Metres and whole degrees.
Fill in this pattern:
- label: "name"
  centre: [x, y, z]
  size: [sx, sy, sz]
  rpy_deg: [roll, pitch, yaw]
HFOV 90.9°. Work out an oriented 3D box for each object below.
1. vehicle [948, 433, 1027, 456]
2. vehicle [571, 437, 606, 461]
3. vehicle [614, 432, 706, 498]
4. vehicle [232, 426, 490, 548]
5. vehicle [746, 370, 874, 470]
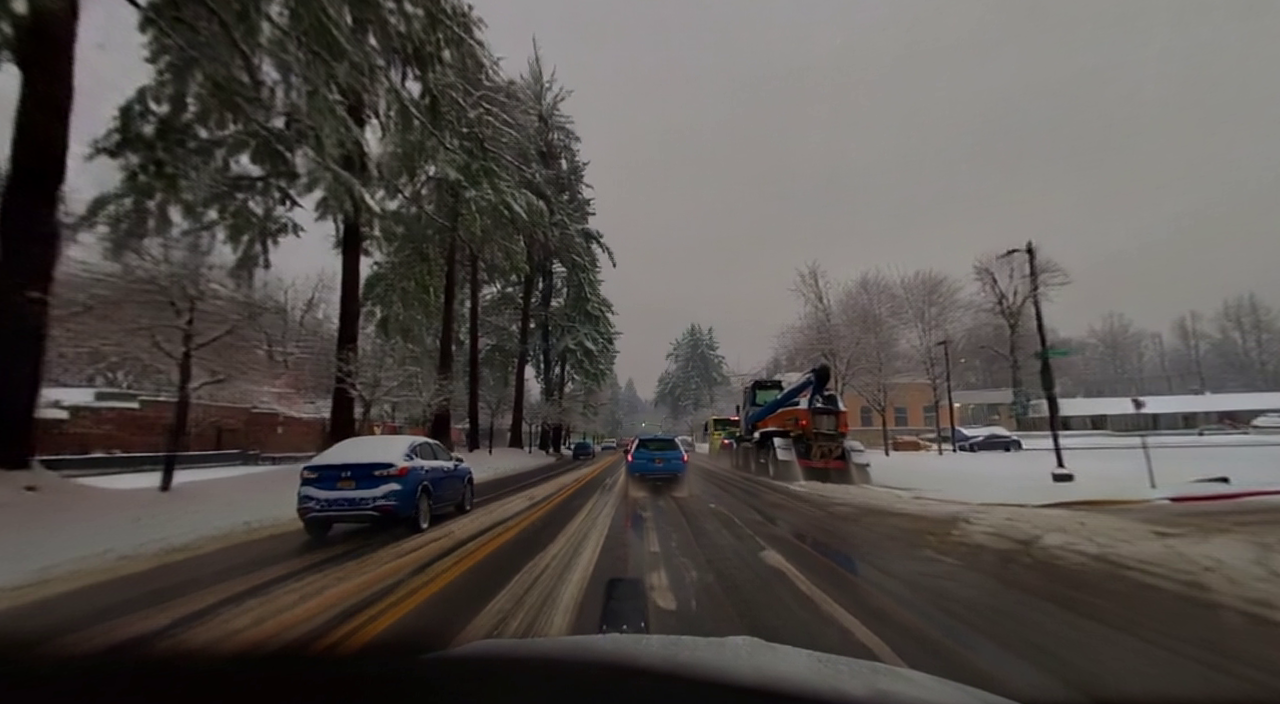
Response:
- label: "vehicle"
  centre: [25.189, 6.734, 45.864]
  size: [1.955, 1.599, 4.618]
  rpy_deg: [4, -9, -26]
- label: "vehicle"
  centre: [-3.693, 7.075, 46.111]
  size: [2.062, 1.641, 4.193]
  rpy_deg: [0, -8, 2]
- label: "vehicle"
  centre: [0.435, 2.861, 16.334]
  size: [2.086, 1.466, 4.026]
  rpy_deg: [0, -8, 0]
- label: "vehicle"
  centre: [-4.089, 2.059, 10.386]
  size: [2.003, 1.507, 4.808]
  rpy_deg: [0, -8, 1]
- label: "vehicle"
  centre: [5.743, 2.532, 22.439]
  size: [2.736, 3.078, 5.825]
  rpy_deg: [0, -8, -2]
